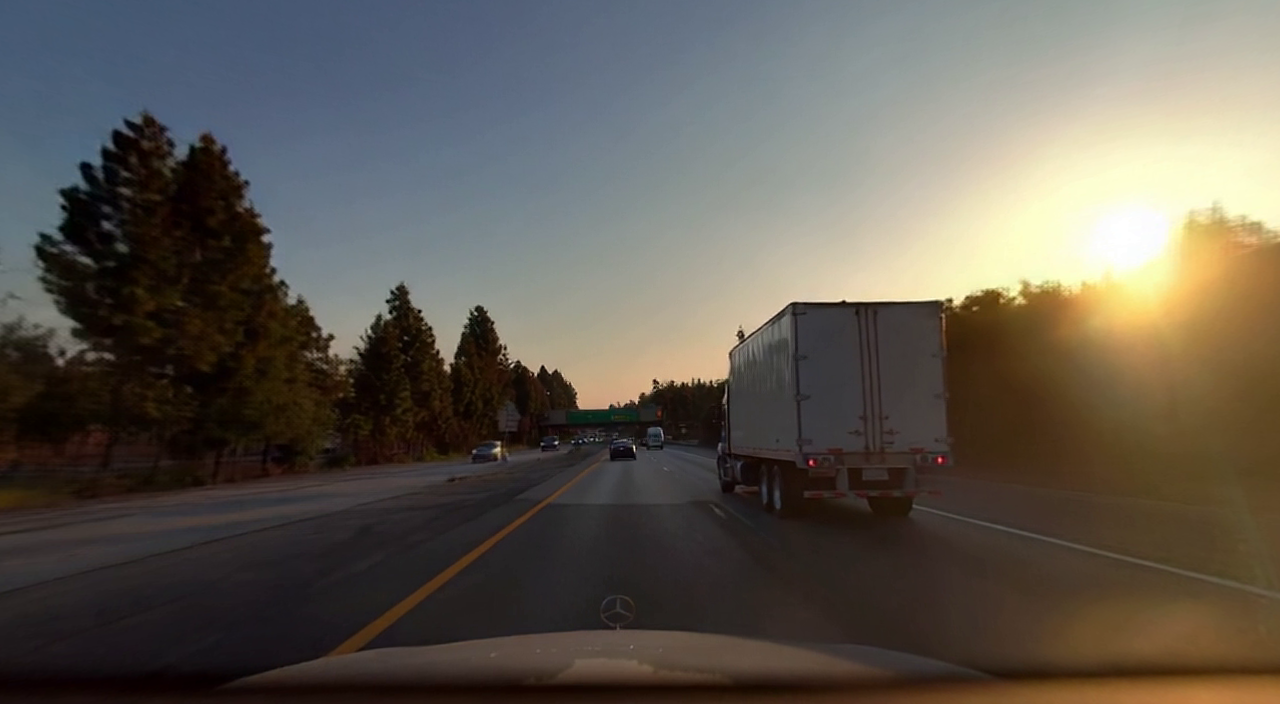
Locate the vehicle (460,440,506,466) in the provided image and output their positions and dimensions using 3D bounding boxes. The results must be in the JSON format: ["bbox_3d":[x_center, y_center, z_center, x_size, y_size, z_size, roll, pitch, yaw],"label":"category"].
[{"bbox_3d":[-10.270,6.620,41.524,1.963,1.573,3.985,0,-8,0],"label":"vehicle"}]

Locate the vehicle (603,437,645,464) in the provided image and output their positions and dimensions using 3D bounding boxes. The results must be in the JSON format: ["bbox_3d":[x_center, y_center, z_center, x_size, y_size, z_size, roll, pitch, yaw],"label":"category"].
[{"bbox_3d":[-0.917,5.639,36.346,2.259,1.466,3.693,0,-7,-1],"label":"vehicle"}]

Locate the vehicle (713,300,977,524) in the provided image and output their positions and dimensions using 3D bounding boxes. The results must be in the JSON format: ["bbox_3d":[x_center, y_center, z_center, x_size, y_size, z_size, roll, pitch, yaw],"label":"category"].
[{"bbox_3d":[3.686,1.447,14.075,2.921,3.526,8.207,0,-8,-1],"label":"vehicle"}]
